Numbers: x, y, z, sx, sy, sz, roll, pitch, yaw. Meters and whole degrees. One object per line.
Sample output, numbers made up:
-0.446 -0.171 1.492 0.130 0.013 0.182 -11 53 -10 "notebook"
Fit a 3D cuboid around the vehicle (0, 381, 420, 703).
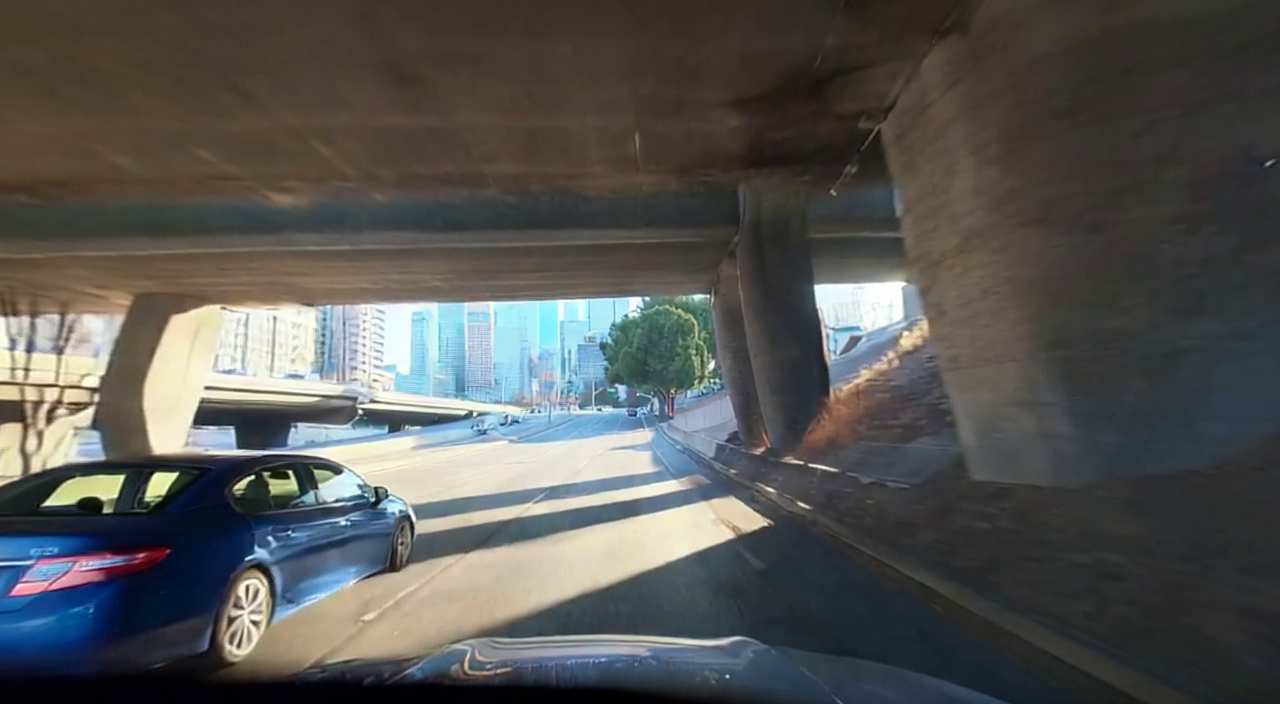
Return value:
-3.158 1.108 3.876 2.041 1.470 4.290 0 -9 0 "vehicle"
